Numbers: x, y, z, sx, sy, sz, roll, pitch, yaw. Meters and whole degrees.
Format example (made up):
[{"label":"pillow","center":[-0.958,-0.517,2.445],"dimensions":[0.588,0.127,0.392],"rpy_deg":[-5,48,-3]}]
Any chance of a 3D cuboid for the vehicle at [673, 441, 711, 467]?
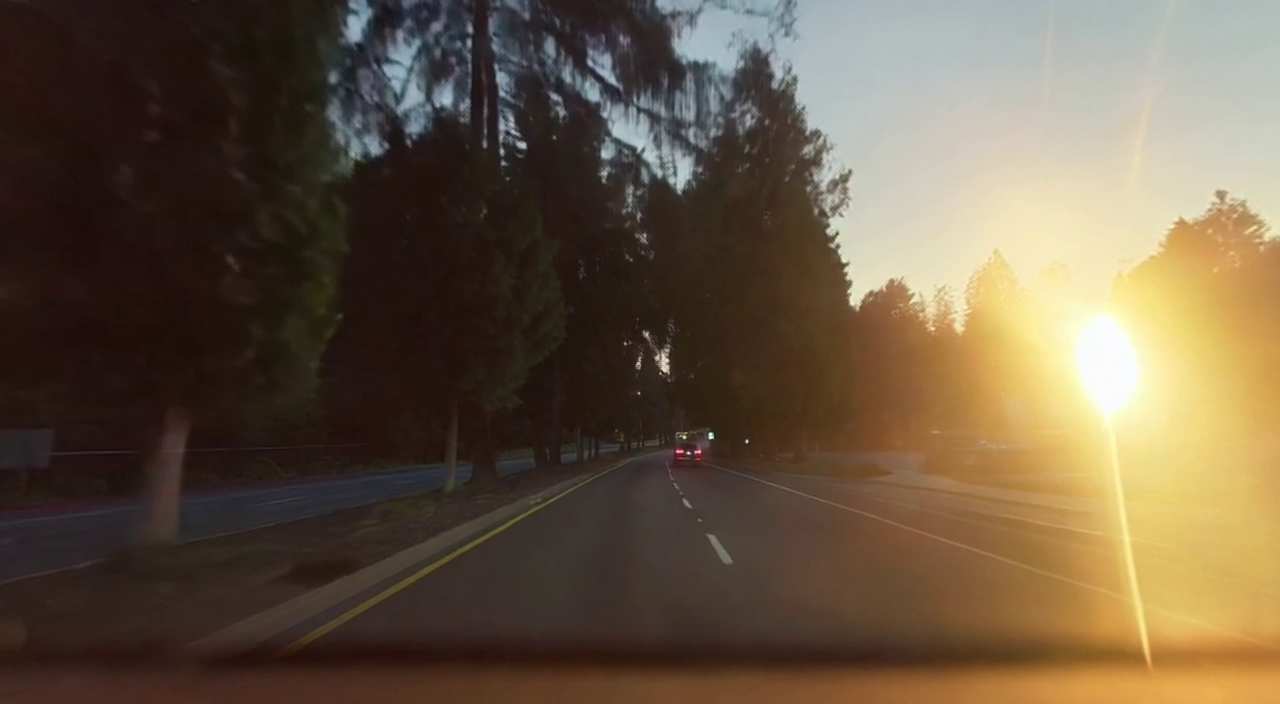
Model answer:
[{"label":"vehicle","center":[3.212,6.484,40.037],"dimensions":[2.044,1.537,4.528],"rpy_deg":[0,-8,0]}]
